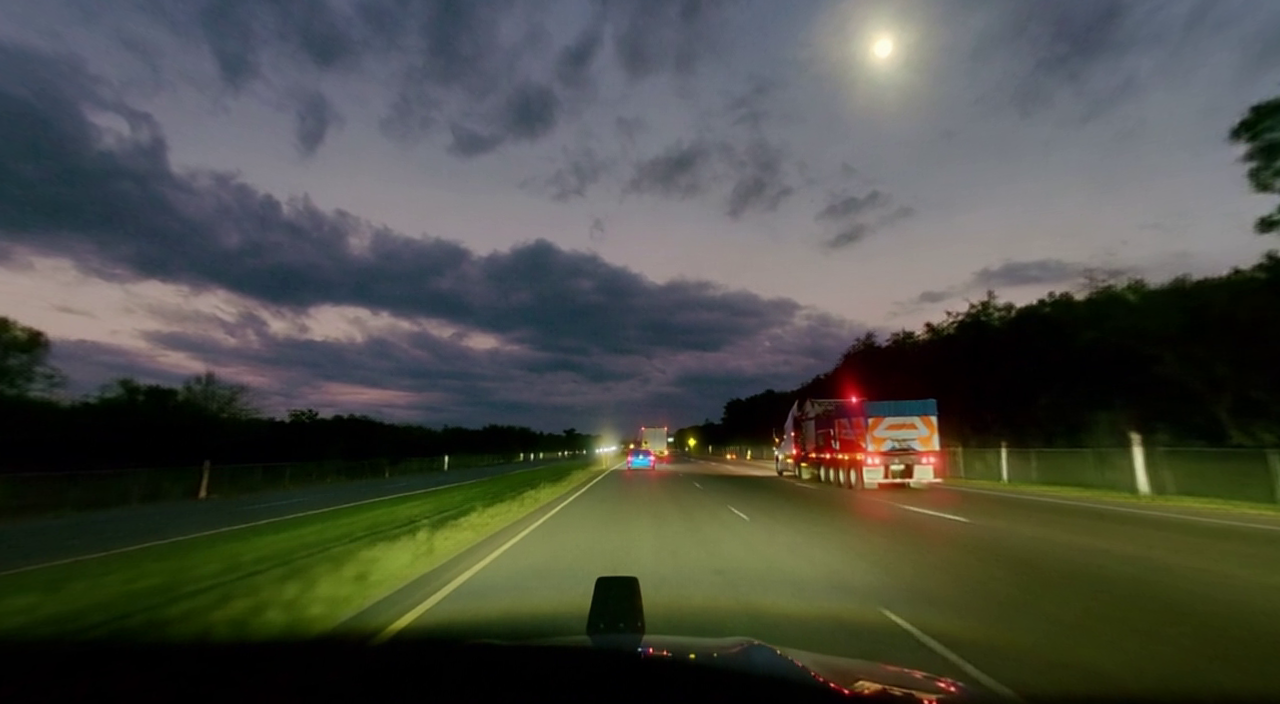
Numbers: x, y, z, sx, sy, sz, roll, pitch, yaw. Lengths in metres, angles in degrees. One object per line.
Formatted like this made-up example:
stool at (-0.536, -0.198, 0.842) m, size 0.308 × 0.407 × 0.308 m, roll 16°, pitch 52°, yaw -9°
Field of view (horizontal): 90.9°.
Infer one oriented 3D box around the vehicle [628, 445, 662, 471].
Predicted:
vehicle at (0.297, 6.804, 40.634) m, size 2.065 × 1.573 × 3.734 m, roll 0°, pitch -9°, yaw -1°
